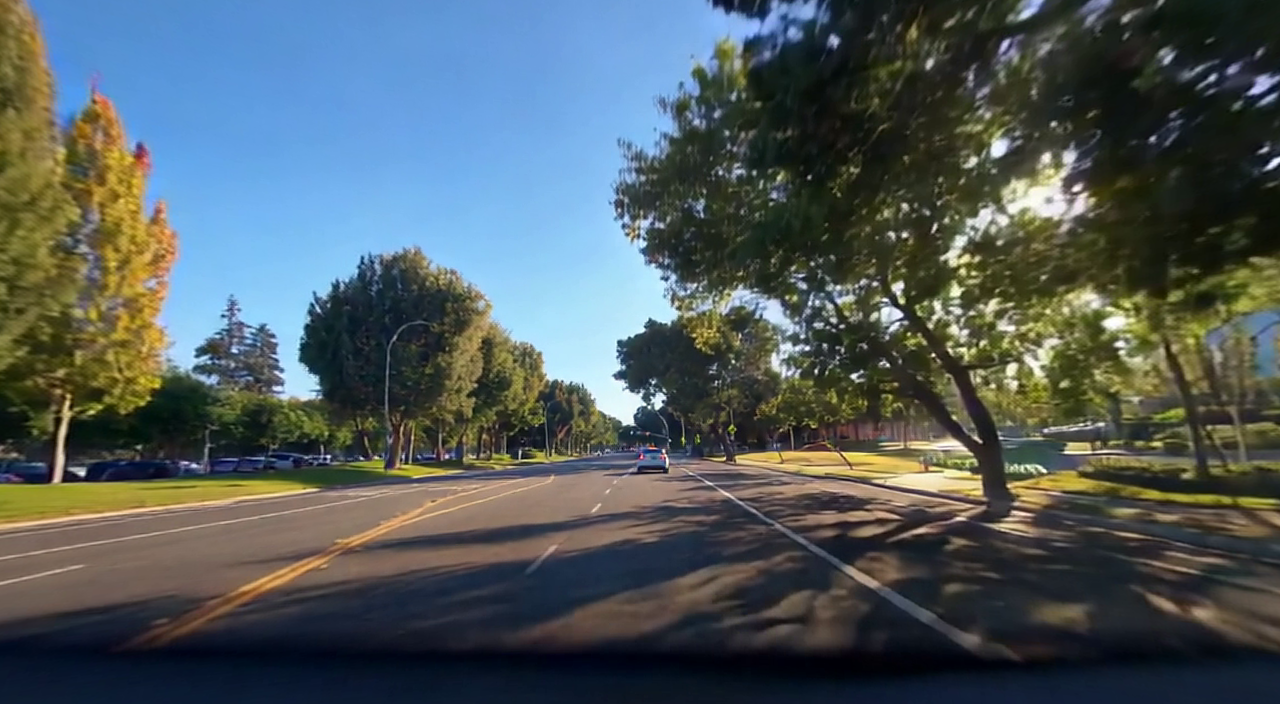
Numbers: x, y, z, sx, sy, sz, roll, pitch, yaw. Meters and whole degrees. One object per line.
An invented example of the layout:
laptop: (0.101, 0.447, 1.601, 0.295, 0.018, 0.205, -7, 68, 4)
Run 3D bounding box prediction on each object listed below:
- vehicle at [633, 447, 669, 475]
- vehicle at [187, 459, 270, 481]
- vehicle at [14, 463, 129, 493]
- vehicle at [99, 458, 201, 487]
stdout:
vehicle: (0.591, 6.211, 36.147, 1.978, 1.499, 3.915, 0, -8, 0)
vehicle: (-29.934, 8.573, 45.948, 4.617, 1.450, 1.968, -1, -8, 1)
vehicle: (-29.918, 6.624, 33.260, 4.316, 1.438, 1.843, -1, -8, 1)
vehicle: (-29.503, 7.262, 38.070, 4.389, 1.588, 2.048, 0, -8, 1)
